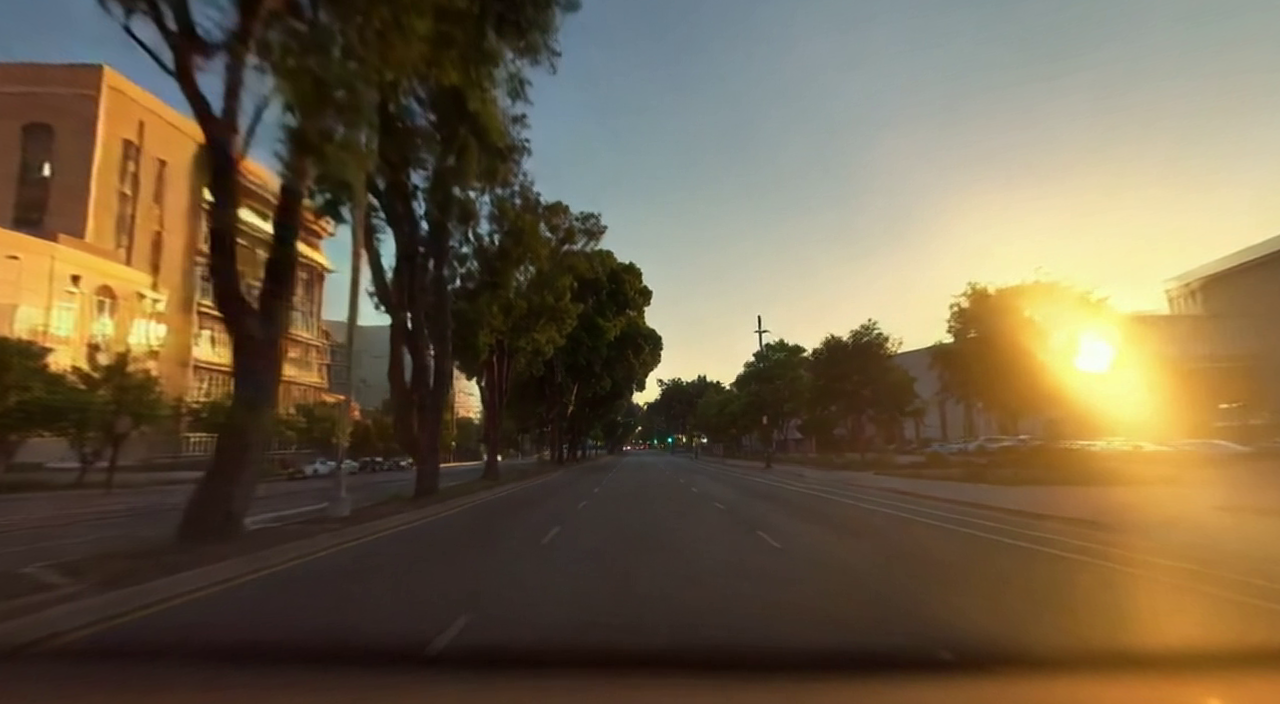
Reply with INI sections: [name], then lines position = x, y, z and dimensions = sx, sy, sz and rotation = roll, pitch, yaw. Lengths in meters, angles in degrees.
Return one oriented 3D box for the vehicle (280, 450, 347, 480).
[vehicle]
position = -21.947, 7.570, 42.738
dimensions = 1.922, 1.821, 4.729
rotation = 0, -8, 1
